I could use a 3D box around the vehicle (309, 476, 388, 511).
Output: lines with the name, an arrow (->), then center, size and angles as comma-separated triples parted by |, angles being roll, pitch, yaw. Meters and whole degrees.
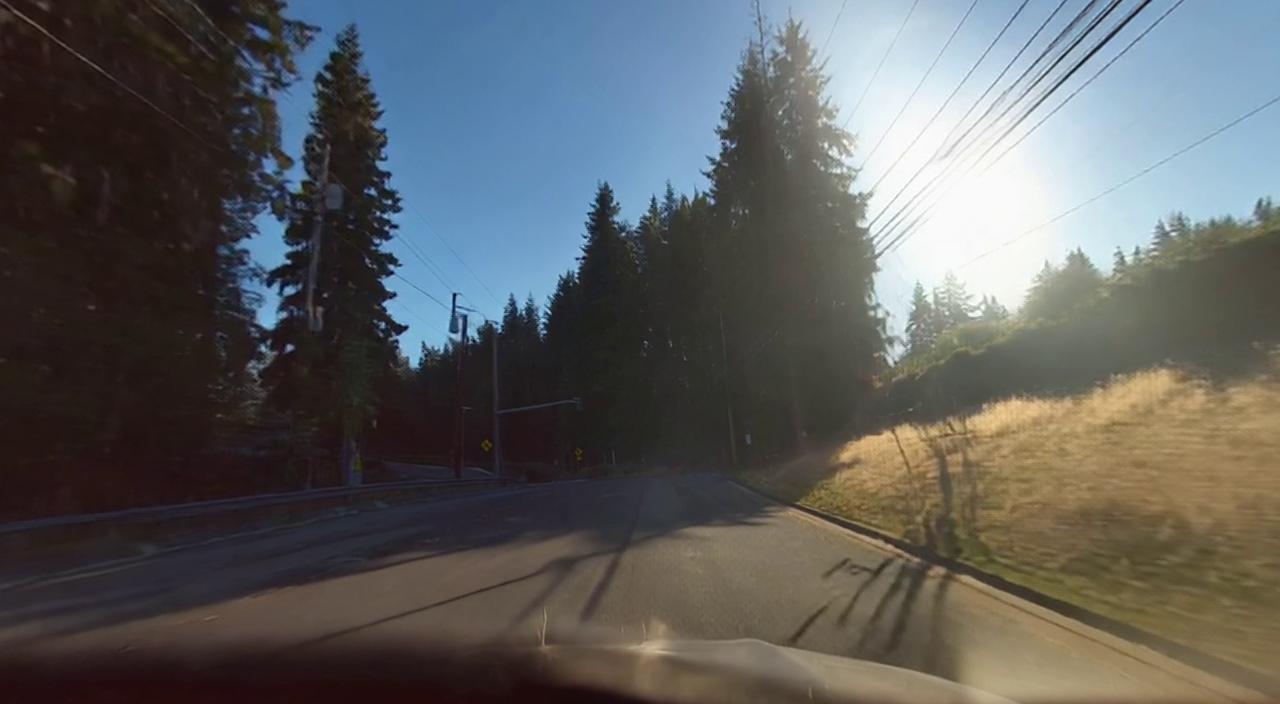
vehicle -> -16.322, 7.866, 35.279 | 4.043, 1.673, 1.970 | -5, -10, 30
